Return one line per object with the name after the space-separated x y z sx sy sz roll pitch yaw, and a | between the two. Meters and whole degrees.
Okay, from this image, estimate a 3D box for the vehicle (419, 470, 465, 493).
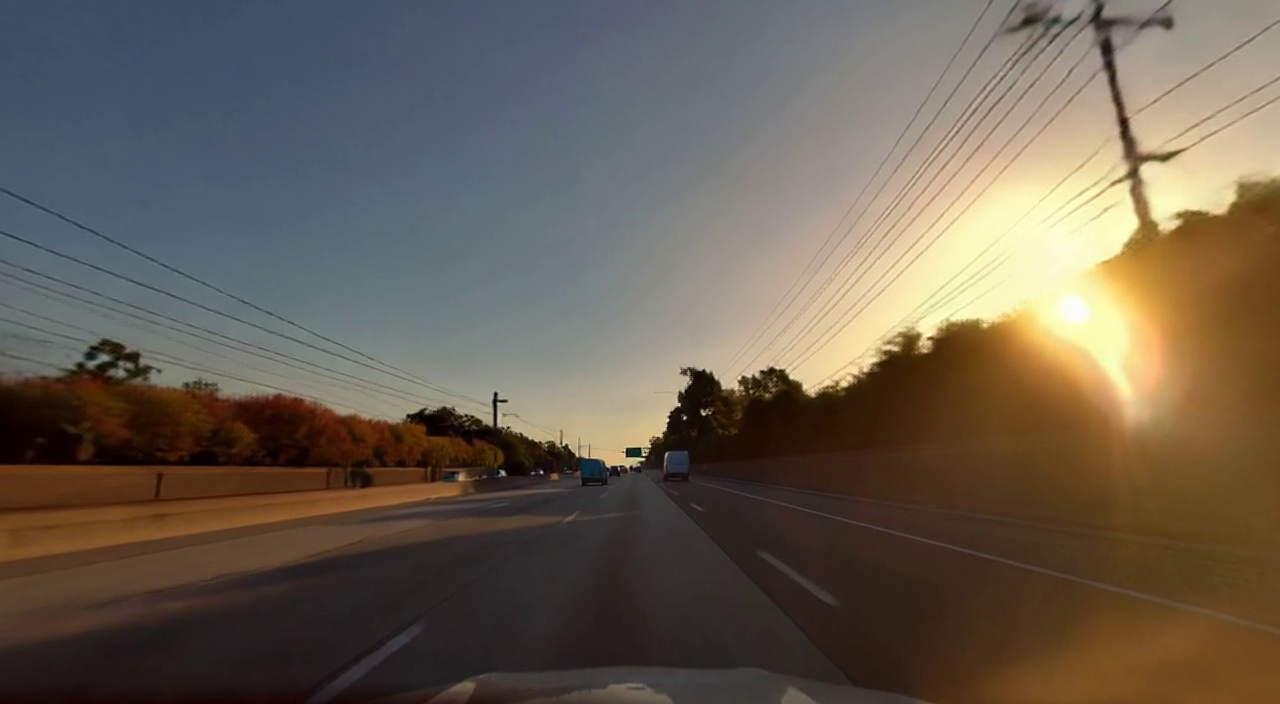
-13.298 8.694 42.472 1.776 1.420 3.864 1 -11 1 | vehicle

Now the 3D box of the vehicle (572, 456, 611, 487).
-3.297 8.356 44.104 2.324 2.008 4.654 1 -11 0 | vehicle
